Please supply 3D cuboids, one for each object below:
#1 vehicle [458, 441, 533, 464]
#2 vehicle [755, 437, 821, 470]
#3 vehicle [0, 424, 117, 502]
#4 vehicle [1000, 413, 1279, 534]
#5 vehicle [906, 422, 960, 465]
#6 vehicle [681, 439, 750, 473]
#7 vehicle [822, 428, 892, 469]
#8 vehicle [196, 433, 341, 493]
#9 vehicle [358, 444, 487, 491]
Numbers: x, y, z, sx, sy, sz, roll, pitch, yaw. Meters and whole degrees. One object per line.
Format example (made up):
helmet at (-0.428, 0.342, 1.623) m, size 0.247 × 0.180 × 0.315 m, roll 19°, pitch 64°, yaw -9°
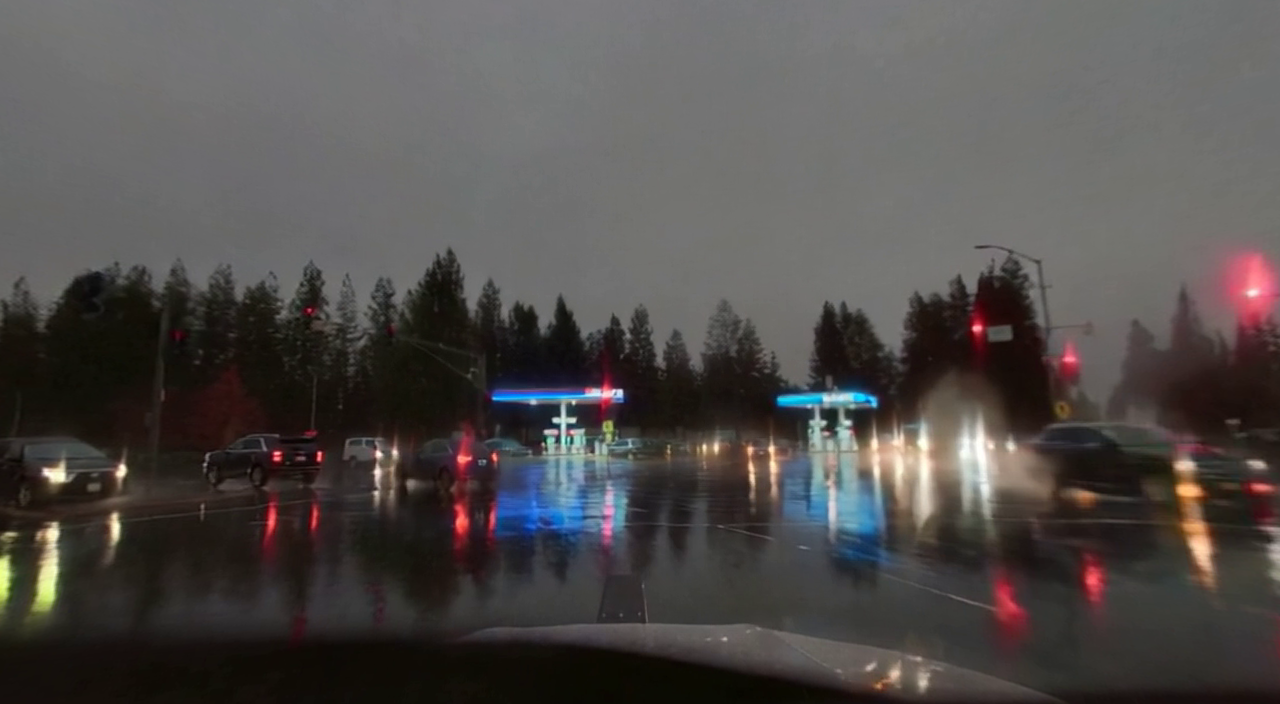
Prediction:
vehicle at (-10.671, 7.431, 46.899) m, size 5.020 × 1.660 × 1.819 m, roll 6°, pitch -10°, yaw -34°
vehicle at (7.749, 5.242, 32.740) m, size 2.210 × 1.542 × 4.501 m, roll -7°, pitch -11°, yaw 26°
vehicle at (-17.234, 3.107, 17.717) m, size 4.658 × 1.911 × 2.162 m, roll -6°, pitch -10°, yaw 27°
vehicle at (8.577, 1.998, 10.961) m, size 2.126 × 1.626 × 4.585 m, roll 0°, pitch -8°, yaw 3°
vehicle at (16.862, 5.239, 36.238) m, size 2.486 × 2.240 × 5.933 m, roll -4°, pitch -9°, yaw 26°
vehicle at (4.144, 5.565, 33.896) m, size 2.210 × 1.565 × 4.588 m, roll -7°, pitch -11°, yaw 25°
vehicle at (11.123, 4.878, 32.067) m, size 2.517 × 1.875 × 5.774 m, roll -4°, pitch -9°, yaw 26°
vehicle at (-12.224, 3.578, 20.728) m, size 4.616 × 1.733 × 2.351 m, roll -6°, pitch -11°, yaw 36°
vehicle at (-7.591, 3.938, 21.911) m, size 4.581 × 1.460 × 1.965 m, roll -6°, pitch -11°, yaw 37°
